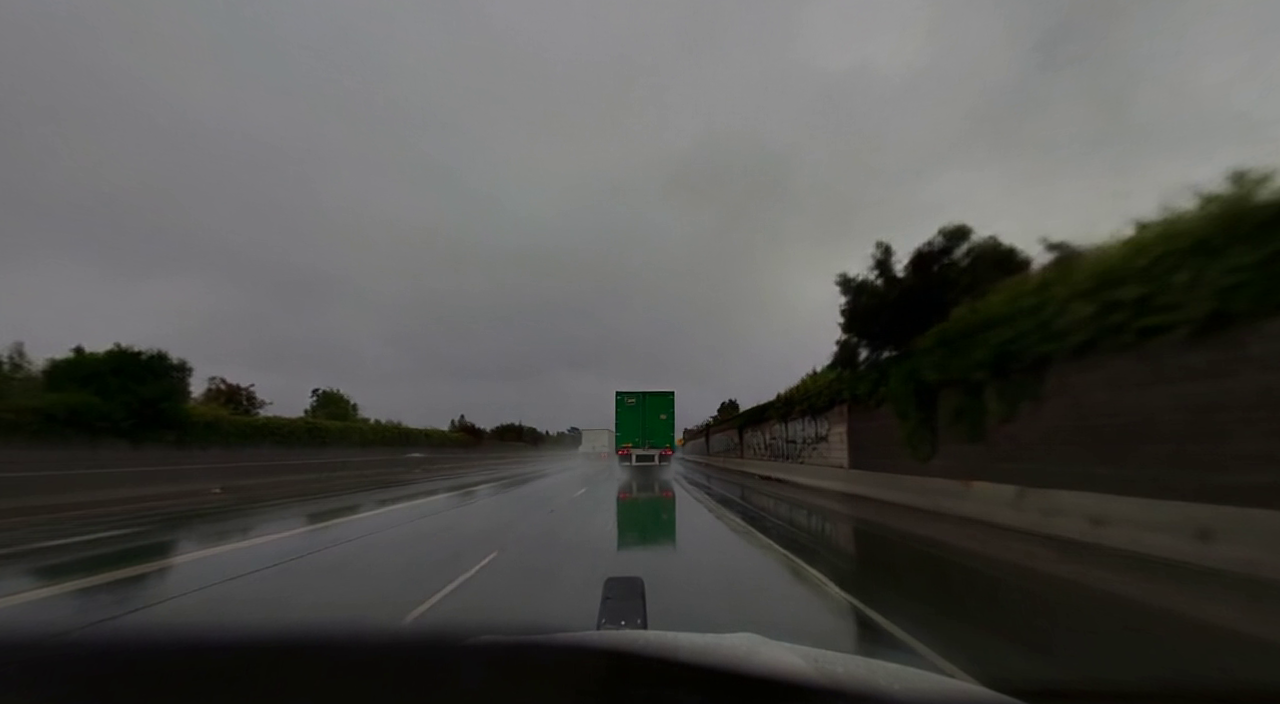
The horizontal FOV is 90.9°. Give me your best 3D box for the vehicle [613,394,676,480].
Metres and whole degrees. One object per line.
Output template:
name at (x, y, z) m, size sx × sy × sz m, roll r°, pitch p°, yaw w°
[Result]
vehicle at (0.117, 4.756, 34.524) m, size 2.900 × 3.955 × 10.151 m, roll 0°, pitch -9°, yaw -1°
